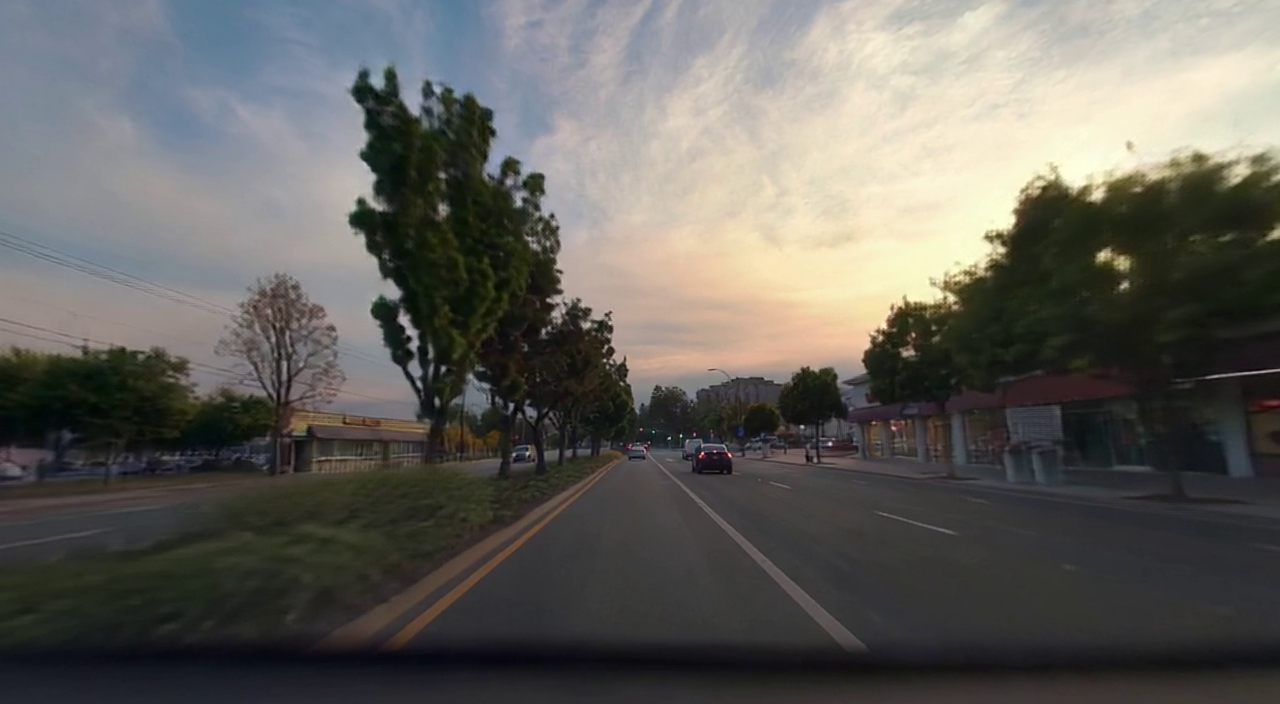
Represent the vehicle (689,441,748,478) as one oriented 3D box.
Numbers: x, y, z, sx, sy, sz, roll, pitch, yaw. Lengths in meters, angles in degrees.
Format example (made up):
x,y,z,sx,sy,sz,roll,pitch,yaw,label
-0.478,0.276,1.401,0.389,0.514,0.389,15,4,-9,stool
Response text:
x,y,z,sx,sy,sz,roll,pitch,yaw,label
3.406,4.767,28.191,1.983,1.482,4.463,0,-9,-1,vehicle
